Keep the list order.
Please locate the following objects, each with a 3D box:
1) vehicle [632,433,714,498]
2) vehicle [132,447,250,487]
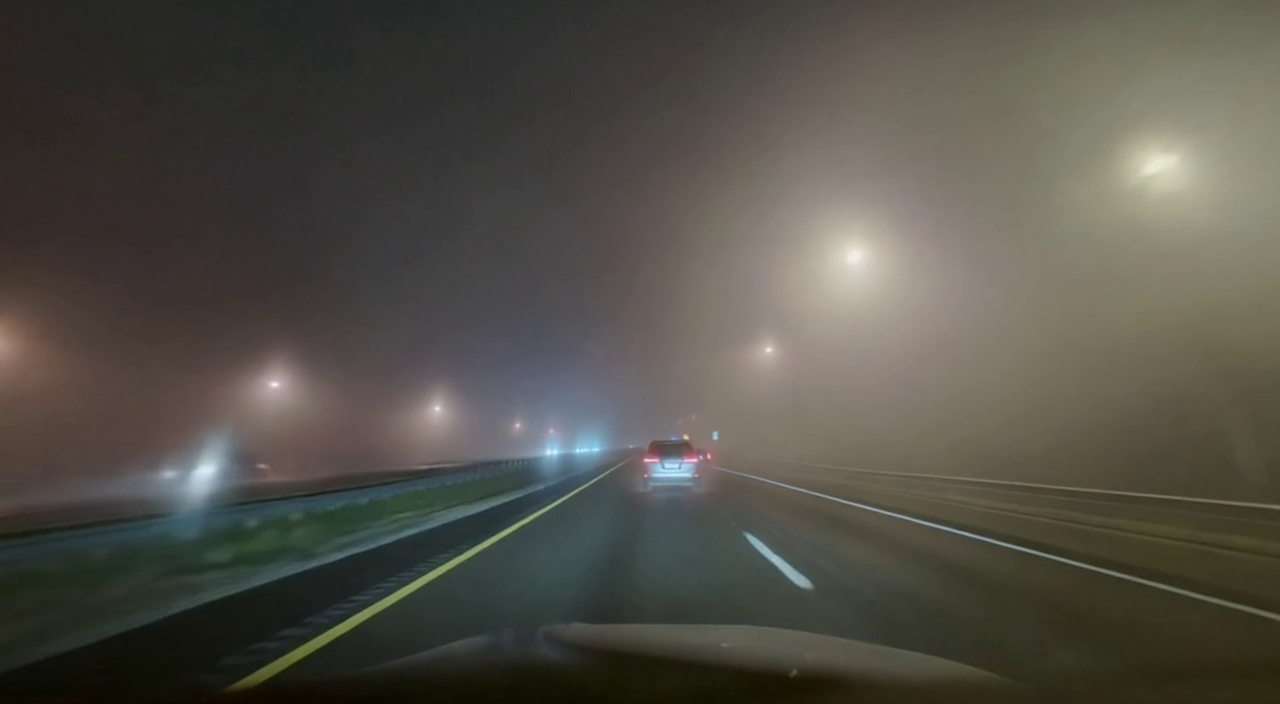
[{"bbox_3d":[0.935,3.325,18.874,2.143,1.693,4.513,-1,-9,2],"label":"vehicle"},{"bbox_3d":[-21.672,5.533,30.767,2.004,1.711,5.014,-1,-9,1],"label":"vehicle"}]
